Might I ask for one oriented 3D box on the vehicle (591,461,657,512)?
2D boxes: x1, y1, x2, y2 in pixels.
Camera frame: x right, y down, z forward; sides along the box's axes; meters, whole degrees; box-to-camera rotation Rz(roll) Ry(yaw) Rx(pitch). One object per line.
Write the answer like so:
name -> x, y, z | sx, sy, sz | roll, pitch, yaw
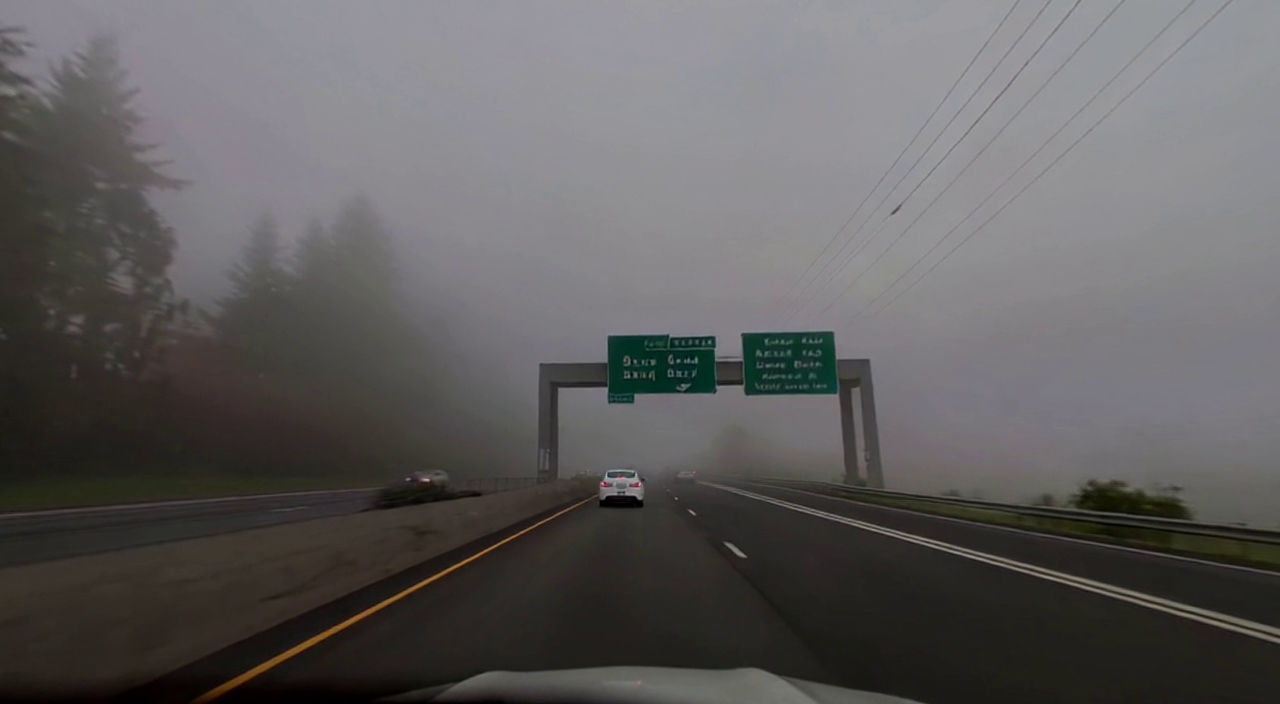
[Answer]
vehicle -> -0.478, 4.431, 21.019 | 1.987, 1.480, 3.786 | 1, -10, 0
